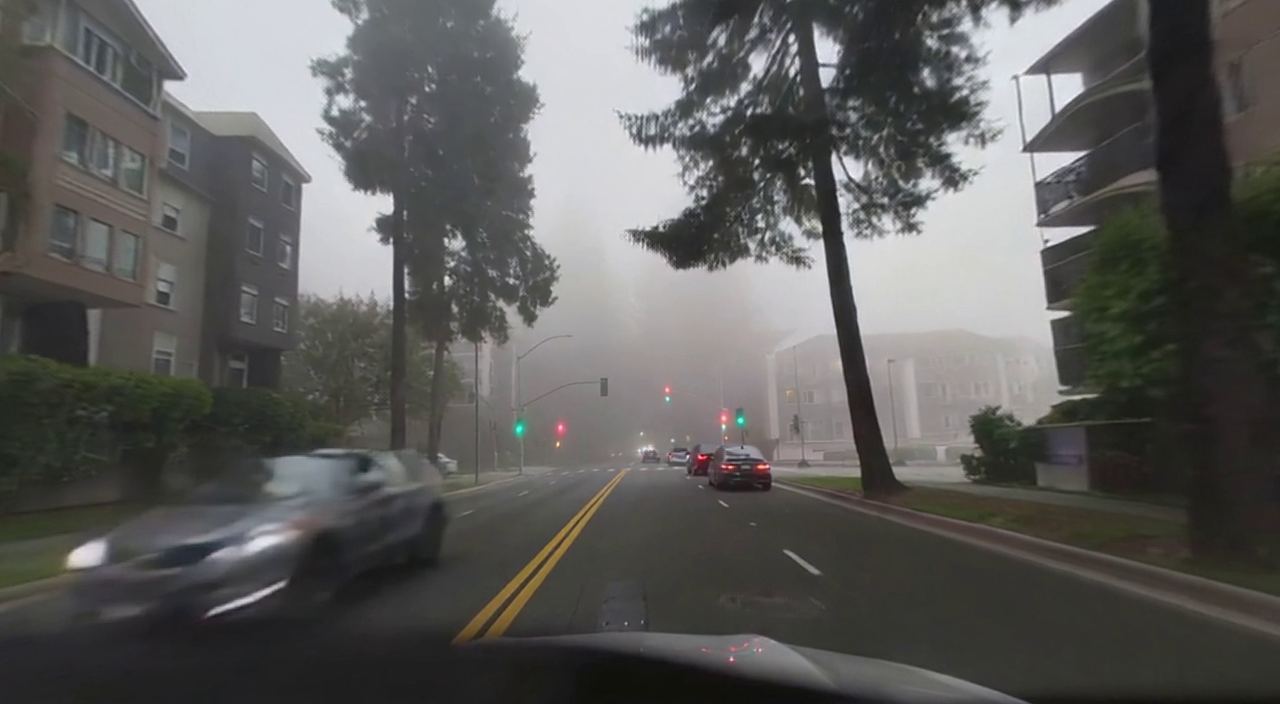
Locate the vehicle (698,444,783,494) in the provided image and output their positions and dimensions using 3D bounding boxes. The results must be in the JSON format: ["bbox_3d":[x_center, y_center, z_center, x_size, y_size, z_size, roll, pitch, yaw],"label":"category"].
[{"bbox_3d":[3.239,3.886,21.397,2.078,1.488,4.741,0,-9,0],"label":"vehicle"}]

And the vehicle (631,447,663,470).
[{"bbox_3d":[0.403,7.212,43.045,2.097,1.463,4.043,0,-9,-1],"label":"vehicle"}]

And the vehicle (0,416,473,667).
[{"bbox_3d":[-3.197,1.545,6.204,1.954,1.618,4.050,0,-9,1],"label":"vehicle"}]
